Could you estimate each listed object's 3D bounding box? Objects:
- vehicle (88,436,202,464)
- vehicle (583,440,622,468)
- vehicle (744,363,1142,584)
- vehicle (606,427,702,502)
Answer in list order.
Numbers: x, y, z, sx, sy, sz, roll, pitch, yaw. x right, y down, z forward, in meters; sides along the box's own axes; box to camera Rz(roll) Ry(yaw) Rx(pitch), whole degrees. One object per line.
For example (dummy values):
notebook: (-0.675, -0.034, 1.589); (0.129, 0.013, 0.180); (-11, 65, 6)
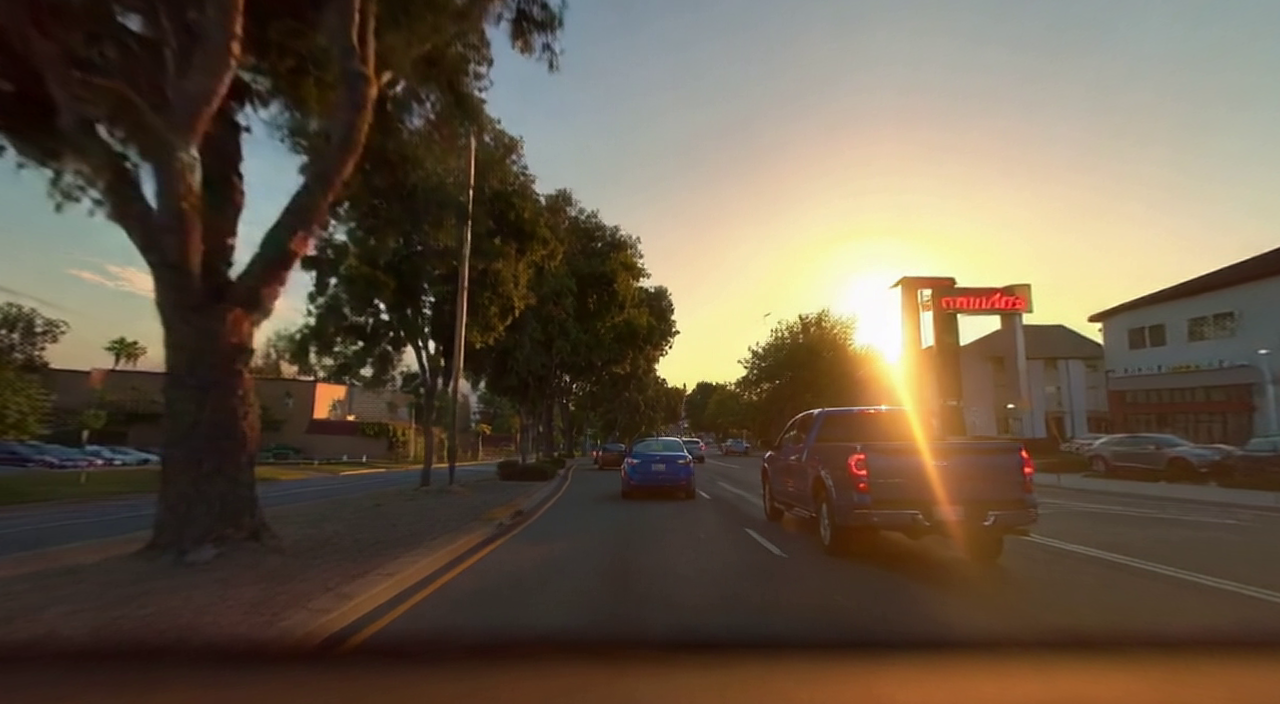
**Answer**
vehicle: (-32.646, 6.469, 41.630); (5.603, 1.772, 2.150); (1, -9, -3)
vehicle: (-2.153, 5.679, 35.246); (1.960, 1.475, 4.161); (1, -9, -6)
vehicle: (3.407, 1.608, 9.125); (2.731, 2.101, 6.047); (0, -9, 0)
vehicle: (0.313, 2.811, 16.083); (2.145, 1.650, 4.021); (0, -9, 0)
